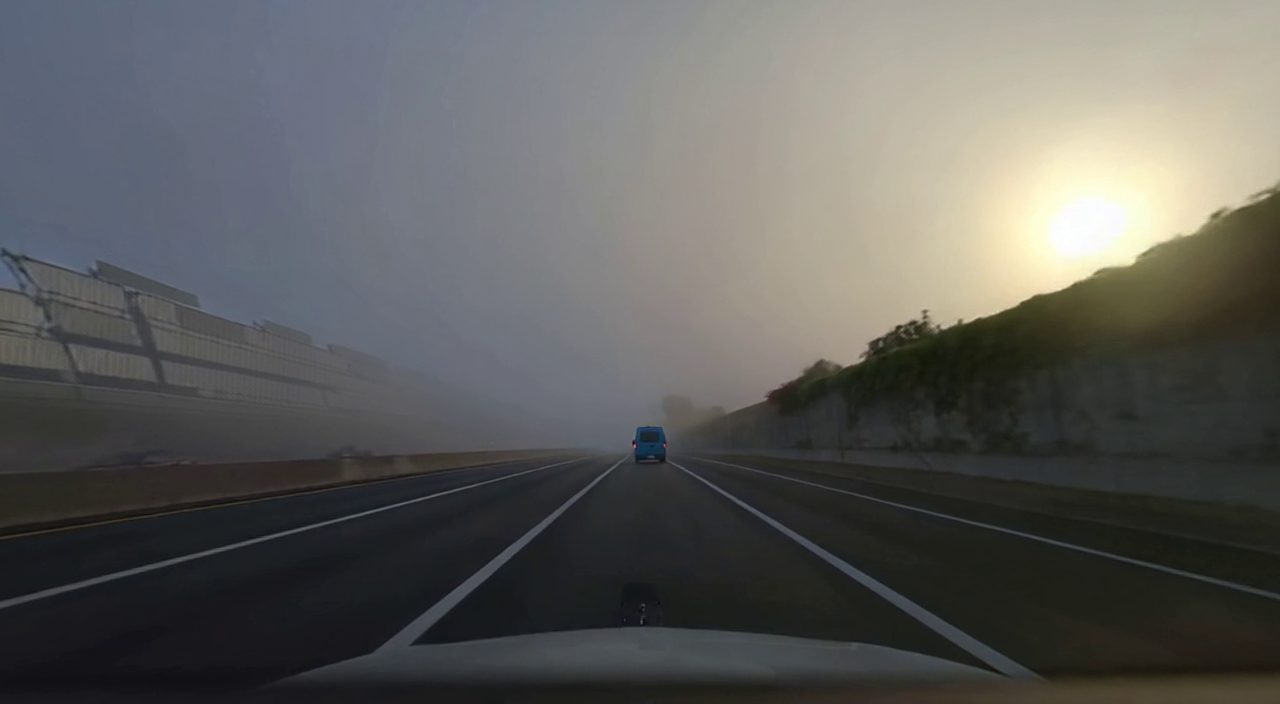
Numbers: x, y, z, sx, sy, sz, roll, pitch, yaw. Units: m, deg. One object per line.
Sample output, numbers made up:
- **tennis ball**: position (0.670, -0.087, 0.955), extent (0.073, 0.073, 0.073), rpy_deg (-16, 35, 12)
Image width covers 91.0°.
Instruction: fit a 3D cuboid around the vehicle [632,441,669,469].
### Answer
- **vehicle**: position (0.573, 5.725, 35.239), extent (1.997, 1.484, 3.409), rpy_deg (0, -8, 0)
